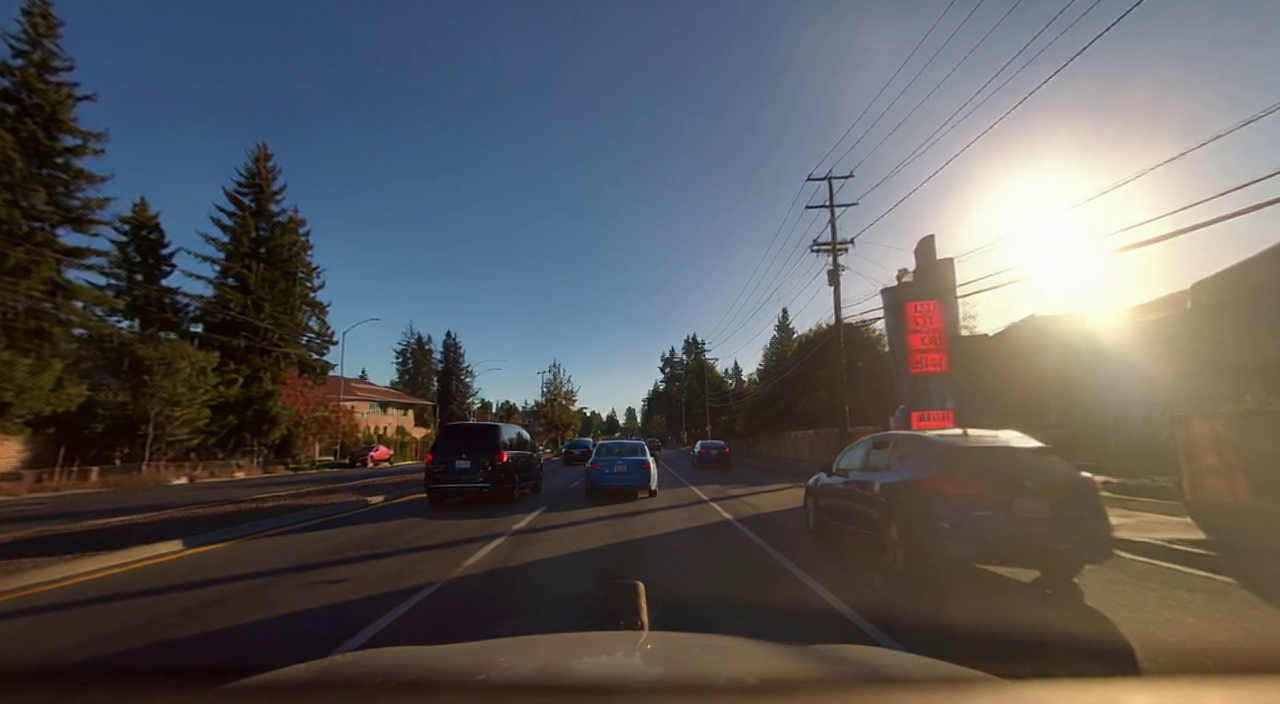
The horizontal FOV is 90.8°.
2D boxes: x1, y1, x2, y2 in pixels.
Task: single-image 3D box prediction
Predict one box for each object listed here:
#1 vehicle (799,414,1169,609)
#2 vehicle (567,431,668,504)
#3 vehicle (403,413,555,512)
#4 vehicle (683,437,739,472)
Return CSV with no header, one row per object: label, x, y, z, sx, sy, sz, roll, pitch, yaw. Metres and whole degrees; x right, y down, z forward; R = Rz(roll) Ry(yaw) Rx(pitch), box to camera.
vehicle,3.198,1.540,6.912,1.880,1.521,3.724,0,-9,-1
vehicle,-0.455,2.714,15.171,2.097,1.511,3.809,0,-9,0
vehicle,-3.363,2.440,14.346,2.092,1.839,4.736,0,-9,1
vehicle,3.138,4.635,28.792,1.878,1.479,4.461,0,-9,-2
